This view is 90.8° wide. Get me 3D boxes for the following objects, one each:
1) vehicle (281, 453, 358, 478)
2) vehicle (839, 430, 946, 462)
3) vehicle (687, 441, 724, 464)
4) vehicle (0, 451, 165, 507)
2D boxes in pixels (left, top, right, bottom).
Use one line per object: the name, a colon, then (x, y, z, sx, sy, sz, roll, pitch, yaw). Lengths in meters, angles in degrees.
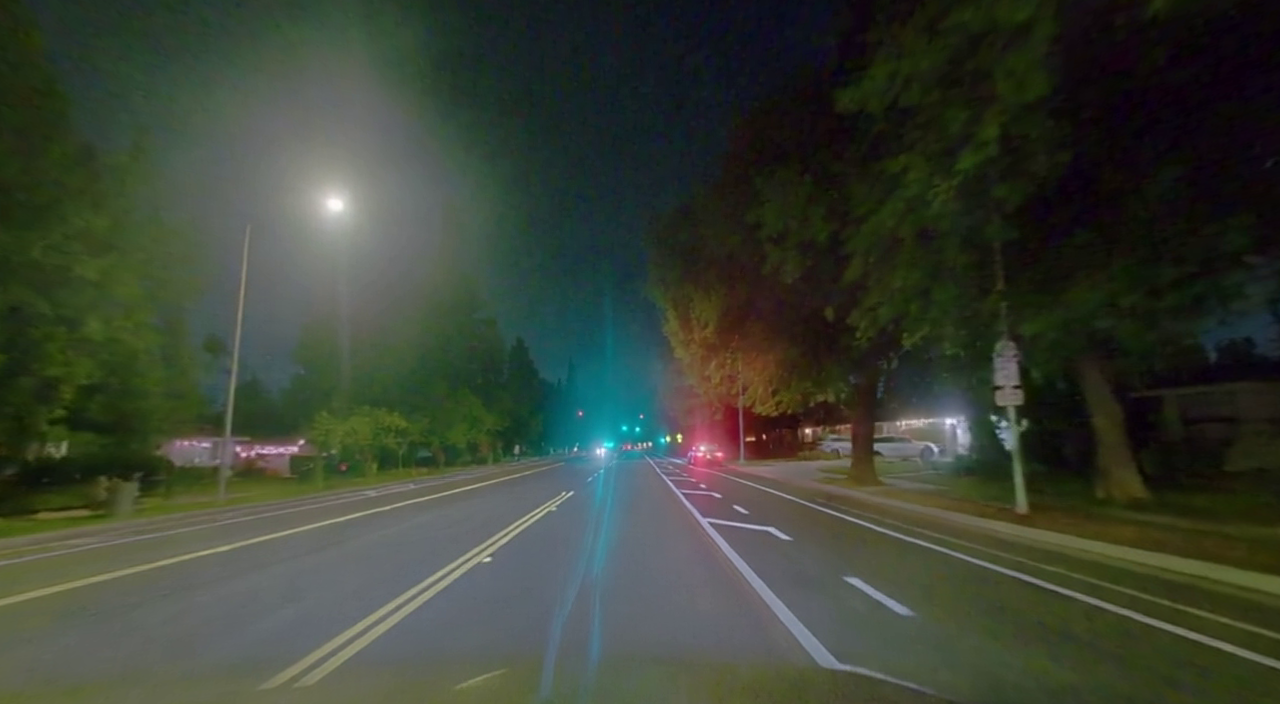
vehicle: (-23.421, 8.300, 46.274, 4.466, 1.773, 2.063, 0, -8, -2)
vehicle: (13.198, 4.948, 33.221, 4.710, 1.612, 1.999, 0, -8, -2)
vehicle: (4.714, 7.320, 46.224, 1.995, 1.553, 4.628, 0, -8, -3)
vehicle: (-20.995, 4.743, 24.121, 2.128, 1.839, 4.830, 1, -9, -4)
